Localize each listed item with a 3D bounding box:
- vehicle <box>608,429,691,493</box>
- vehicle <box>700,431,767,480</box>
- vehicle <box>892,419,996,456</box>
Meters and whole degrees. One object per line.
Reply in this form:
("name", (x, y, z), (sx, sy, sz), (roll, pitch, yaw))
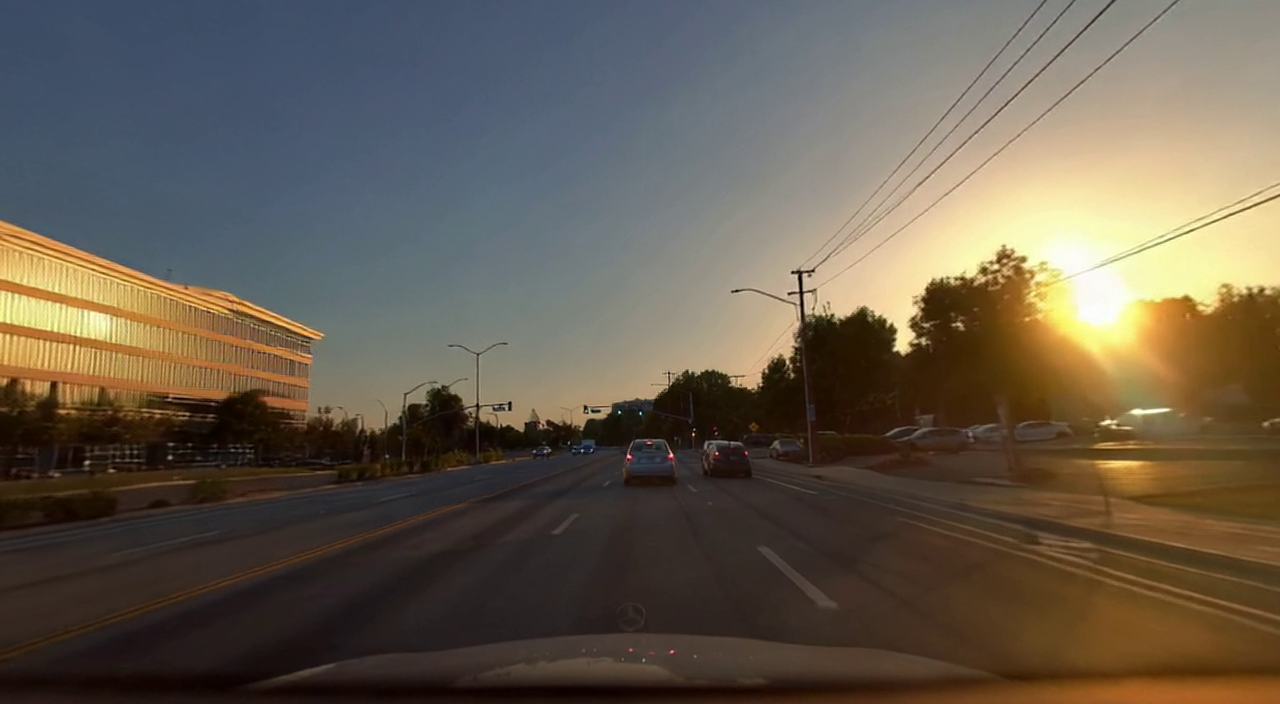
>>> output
("vehicle", (0.247, 3.223, 18.903), (2.200, 1.653, 4.127), (0, -9, 0))
("vehicle", (3.504, 3.994, 24.428), (1.914, 1.698, 4.049), (0, -9, -1))
("vehicle", (15.924, 4.524, 33.145), (4.366, 1.701, 1.965), (-2, -9, -1))
